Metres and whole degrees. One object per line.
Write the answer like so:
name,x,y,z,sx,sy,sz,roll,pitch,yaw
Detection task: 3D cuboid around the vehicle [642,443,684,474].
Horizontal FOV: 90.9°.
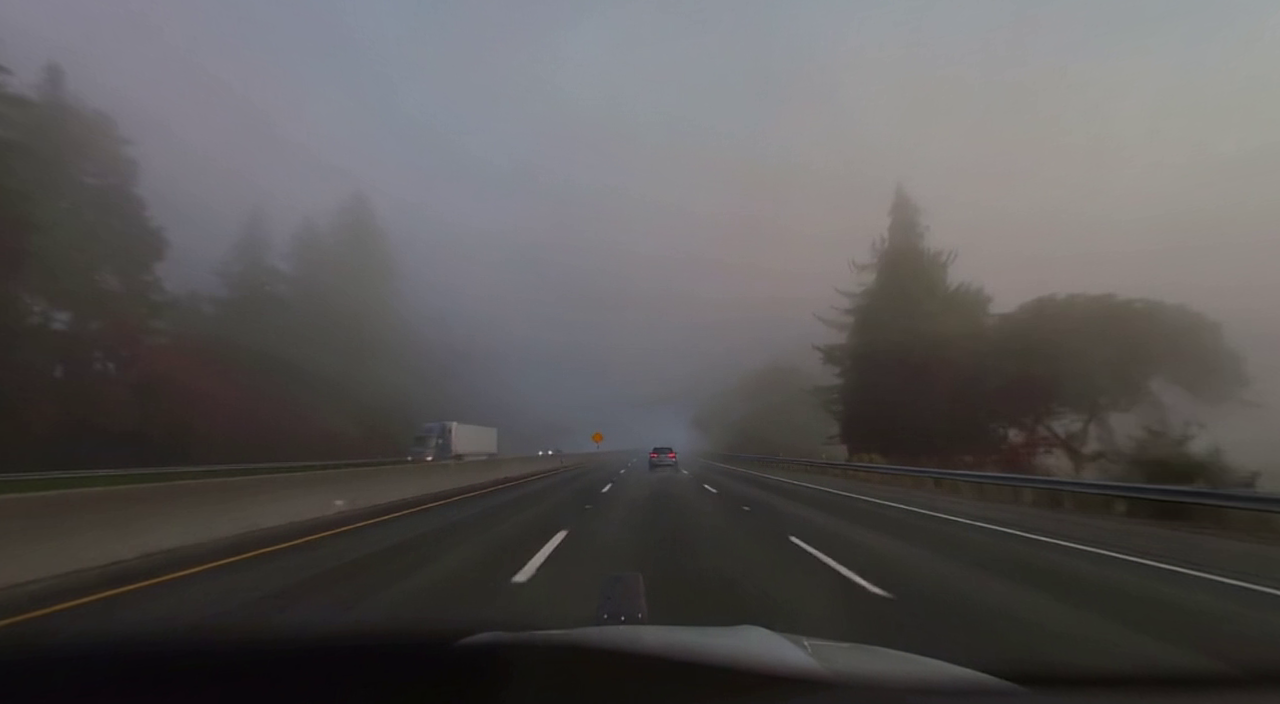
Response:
vehicle,1.265,6.125,36.489,2.231,1.652,4.503,0,-9,1
